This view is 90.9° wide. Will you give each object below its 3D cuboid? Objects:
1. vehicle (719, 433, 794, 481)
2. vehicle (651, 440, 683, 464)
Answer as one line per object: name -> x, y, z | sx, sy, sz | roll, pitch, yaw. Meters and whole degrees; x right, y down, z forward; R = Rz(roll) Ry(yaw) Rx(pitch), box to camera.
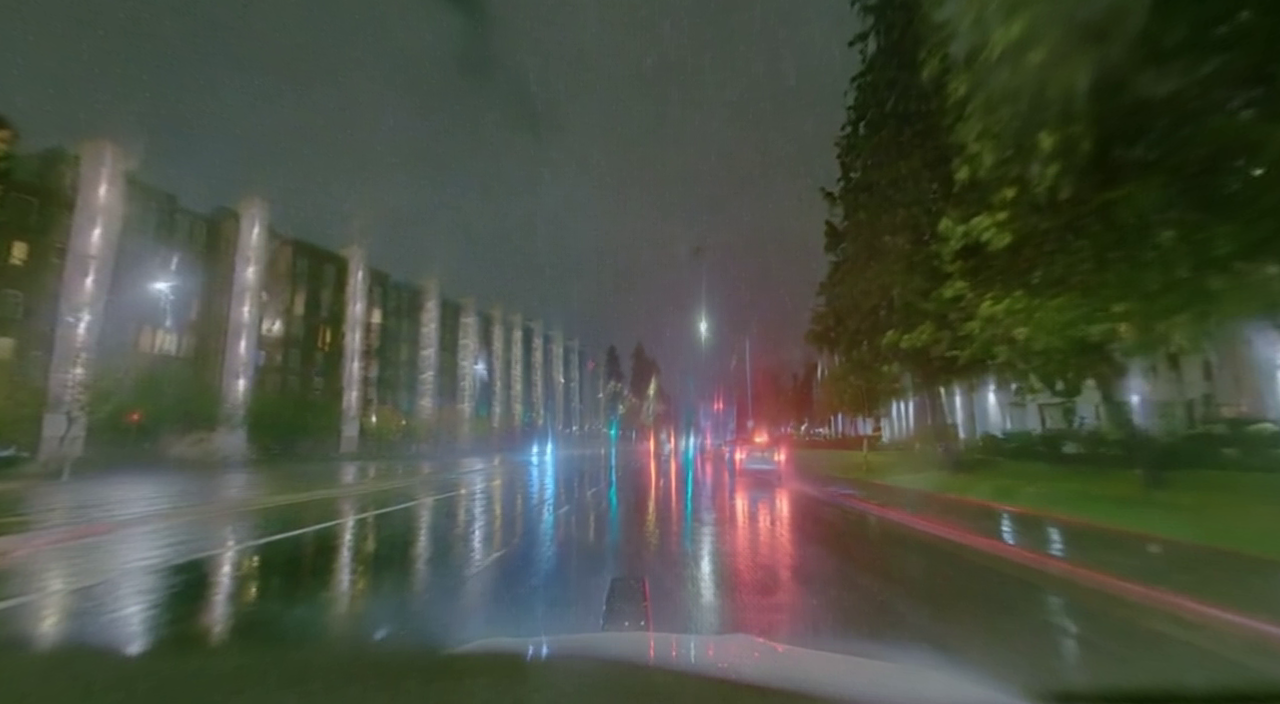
vehicle -> 4.407, 4.051, 24.551 | 2.121, 1.659, 4.675 | 0, -8, 1
vehicle -> 1.697, 6.126, 38.771 | 1.871, 1.370, 4.206 | -1, -8, 4
